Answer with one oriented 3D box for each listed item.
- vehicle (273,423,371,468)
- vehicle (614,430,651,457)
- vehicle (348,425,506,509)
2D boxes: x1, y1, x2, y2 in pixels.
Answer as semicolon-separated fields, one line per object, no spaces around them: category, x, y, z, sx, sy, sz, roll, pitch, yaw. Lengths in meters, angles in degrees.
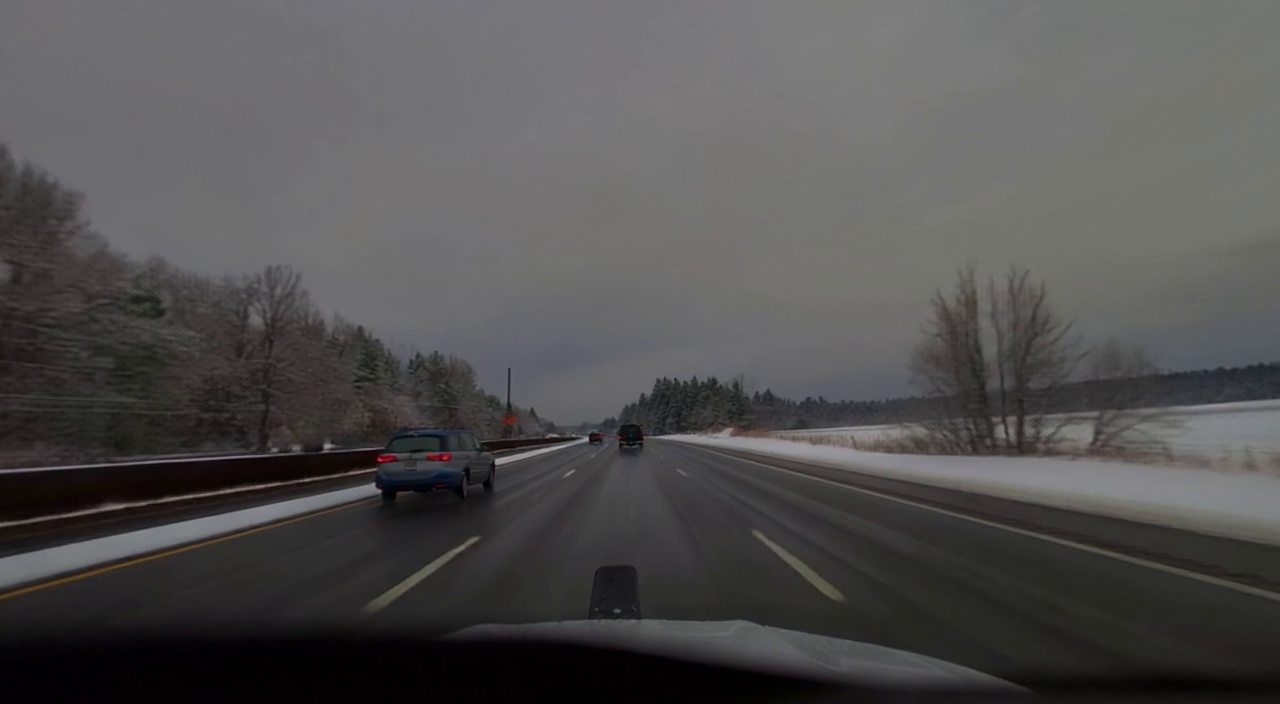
vehicle;-12.856;3.788;25.797;1.893;1.689;4.182;0;-8;-1
vehicle;-0.485;5.782;39.906;2.162;1.616;4.242;0;-8;-1
vehicle;-4.251;2.338;13.384;1.931;1.483;4.105;0;-8;0
